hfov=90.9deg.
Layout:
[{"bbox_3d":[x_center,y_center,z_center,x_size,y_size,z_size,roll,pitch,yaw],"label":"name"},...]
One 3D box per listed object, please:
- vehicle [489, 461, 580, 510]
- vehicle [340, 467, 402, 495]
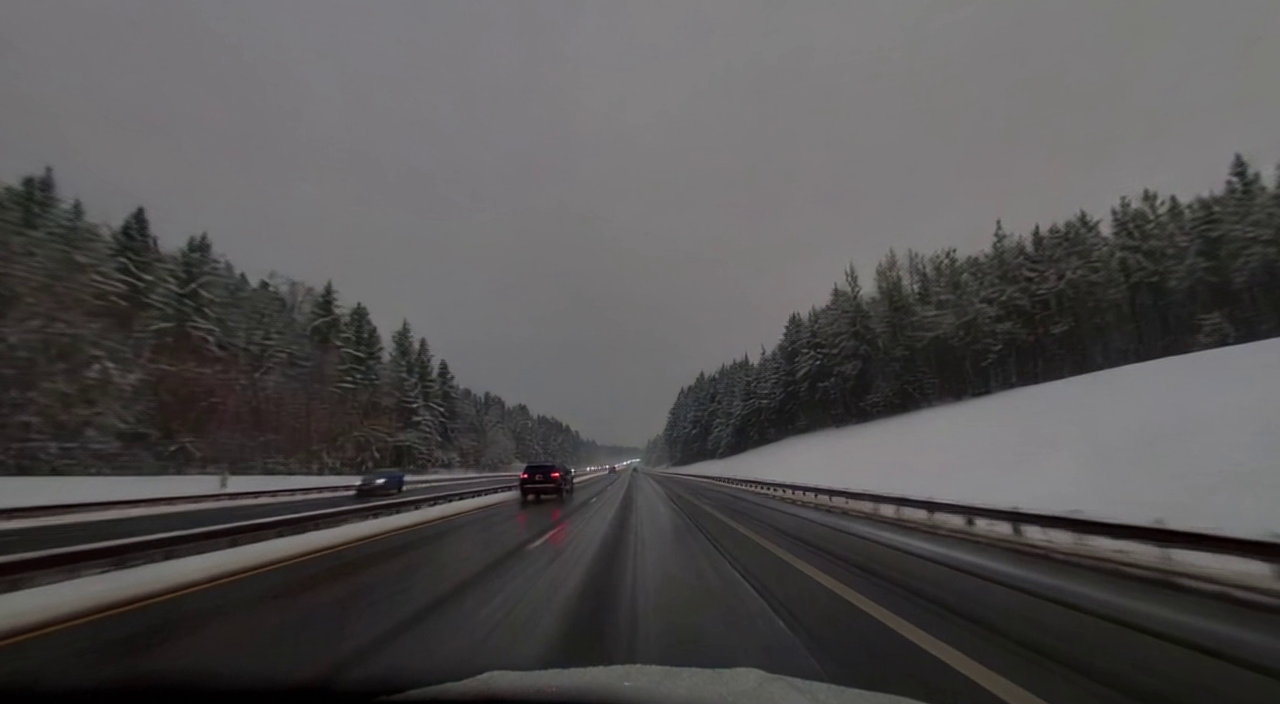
[{"bbox_3d":[-3.418,4.466,21.414,2.183,1.435,4.653,0,-10,1],"label":"vehicle"},{"bbox_3d":[-17.101,8.214,40.255,1.880,1.616,4.522,0,-10,1],"label":"vehicle"}]
